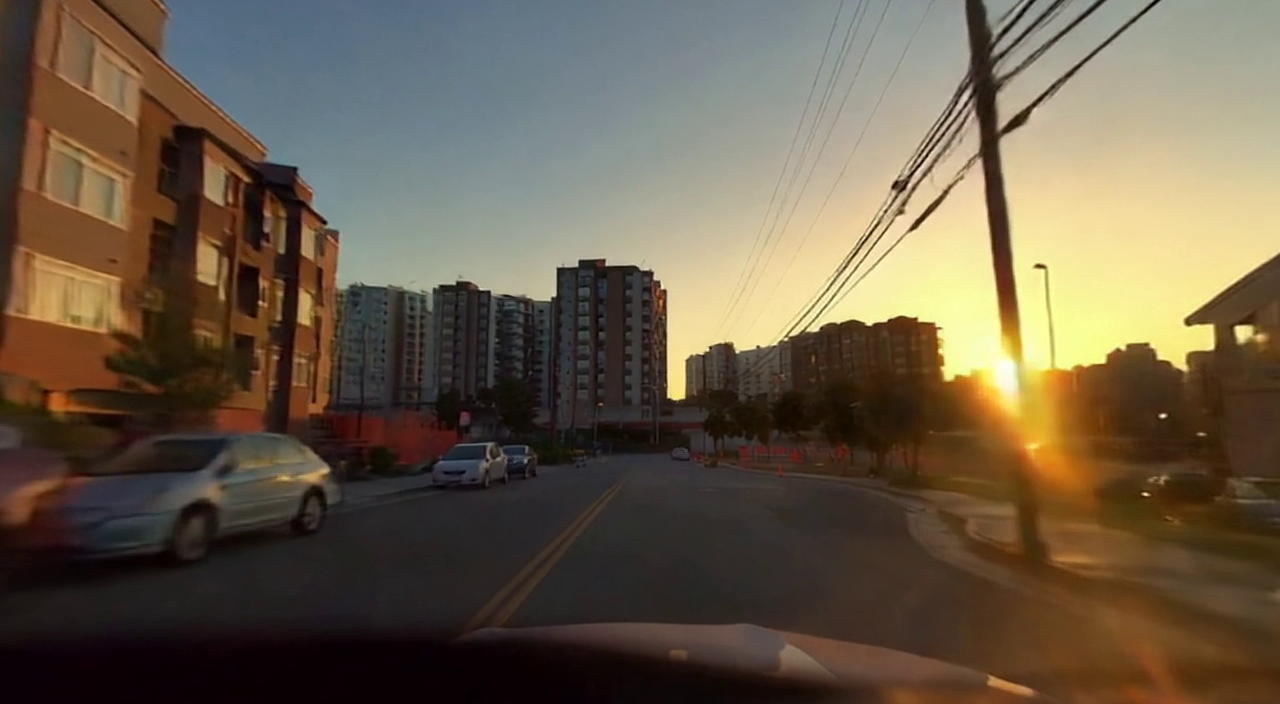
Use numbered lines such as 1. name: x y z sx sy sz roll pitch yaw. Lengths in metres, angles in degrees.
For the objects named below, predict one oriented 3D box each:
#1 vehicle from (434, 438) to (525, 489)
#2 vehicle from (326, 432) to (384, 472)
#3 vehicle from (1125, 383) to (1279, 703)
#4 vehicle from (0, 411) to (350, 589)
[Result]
1. vehicle: -5.737 4.033 23.124 1.998 1.633 4.673 0 -9 1
2. vehicle: -12.819 4.439 28.136 1.998 1.576 5.203 4 -10 -27
3. vehicle: 3.762 0.768 0.936 2.097 1.777 5.003 0 -9 0
4. vehicle: -6.062 1.762 8.416 1.991 1.683 4.647 0 -9 2
